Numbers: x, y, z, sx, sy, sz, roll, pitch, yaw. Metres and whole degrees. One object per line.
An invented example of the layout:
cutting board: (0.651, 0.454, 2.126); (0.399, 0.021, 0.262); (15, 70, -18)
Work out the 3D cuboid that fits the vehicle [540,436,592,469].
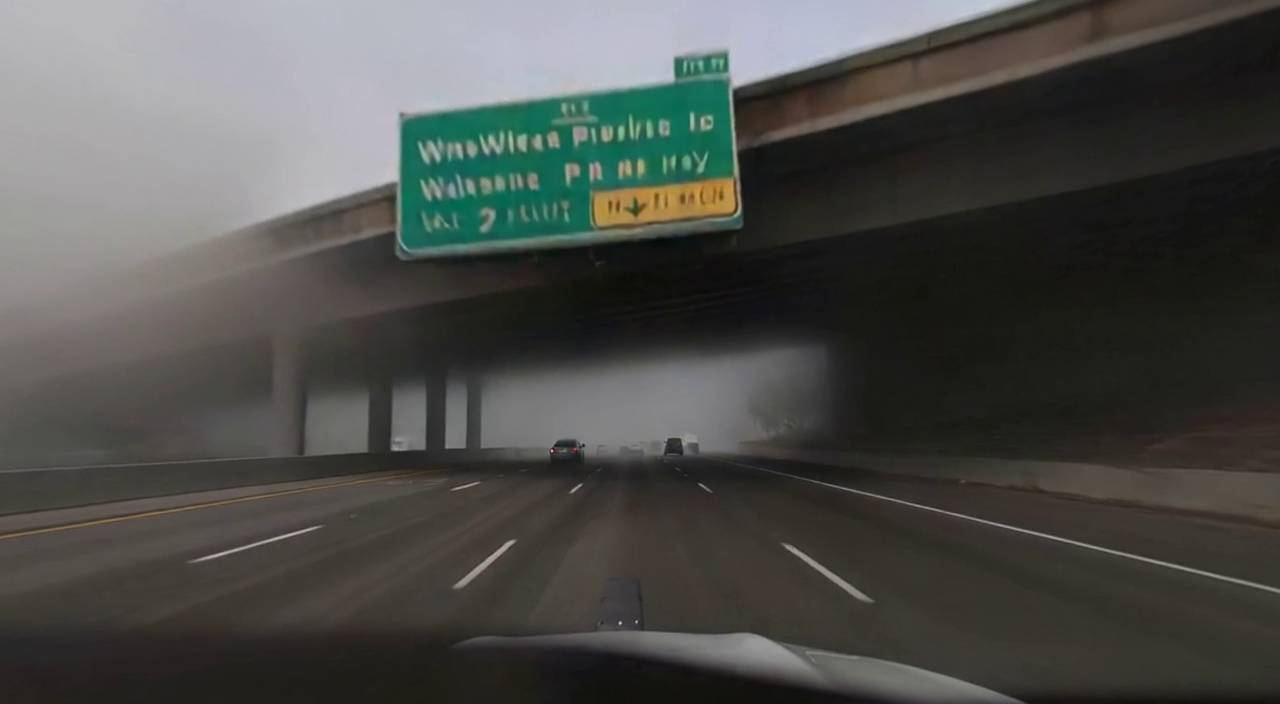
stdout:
vehicle: (-3.571, 4.949, 31.275); (2.066, 1.500, 4.415); (0, -8, 0)
